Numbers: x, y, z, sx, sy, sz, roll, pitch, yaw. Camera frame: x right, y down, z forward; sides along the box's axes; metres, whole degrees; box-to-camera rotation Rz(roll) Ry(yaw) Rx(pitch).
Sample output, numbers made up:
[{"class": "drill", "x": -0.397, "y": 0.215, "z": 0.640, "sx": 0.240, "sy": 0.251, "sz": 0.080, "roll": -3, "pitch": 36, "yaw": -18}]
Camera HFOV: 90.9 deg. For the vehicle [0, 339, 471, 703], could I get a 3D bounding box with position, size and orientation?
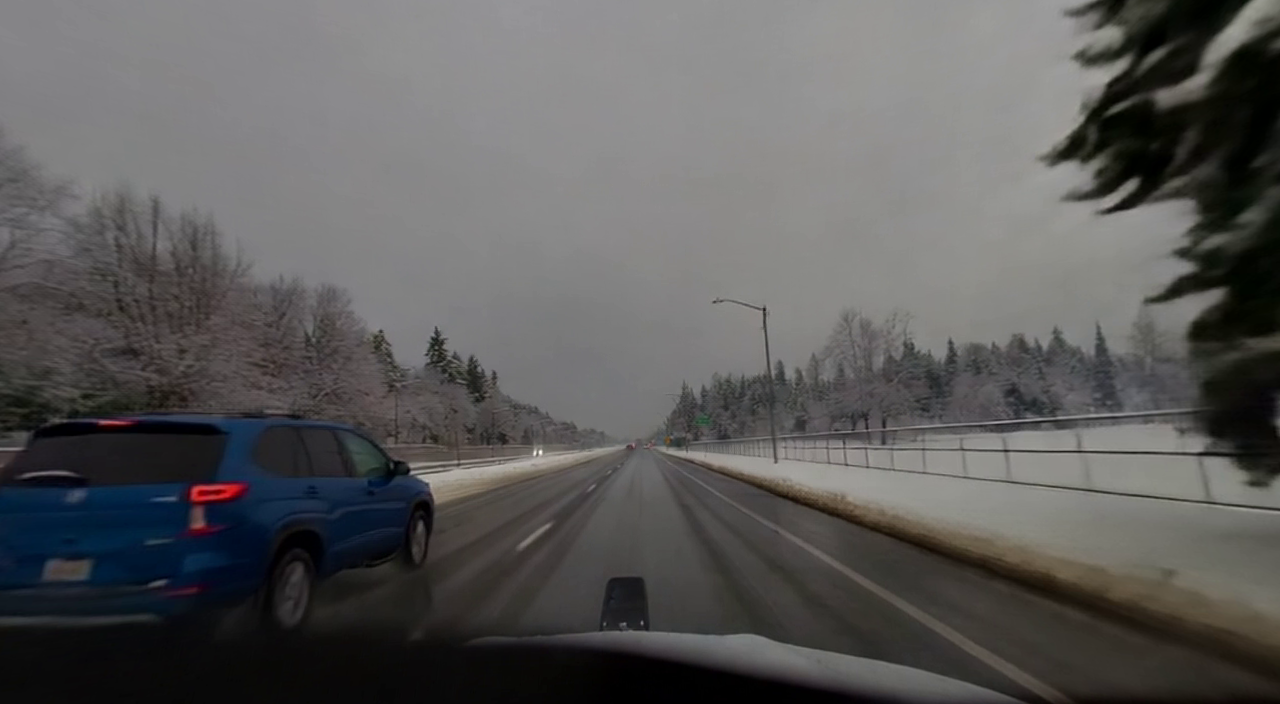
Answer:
[{"class": "vehicle", "x": -3.168, "y": 1.198, "z": 5.231, "sx": 2.160, "sy": 1.855, "sz": 4.695, "roll": 0, "pitch": -8, "yaw": 1}]
